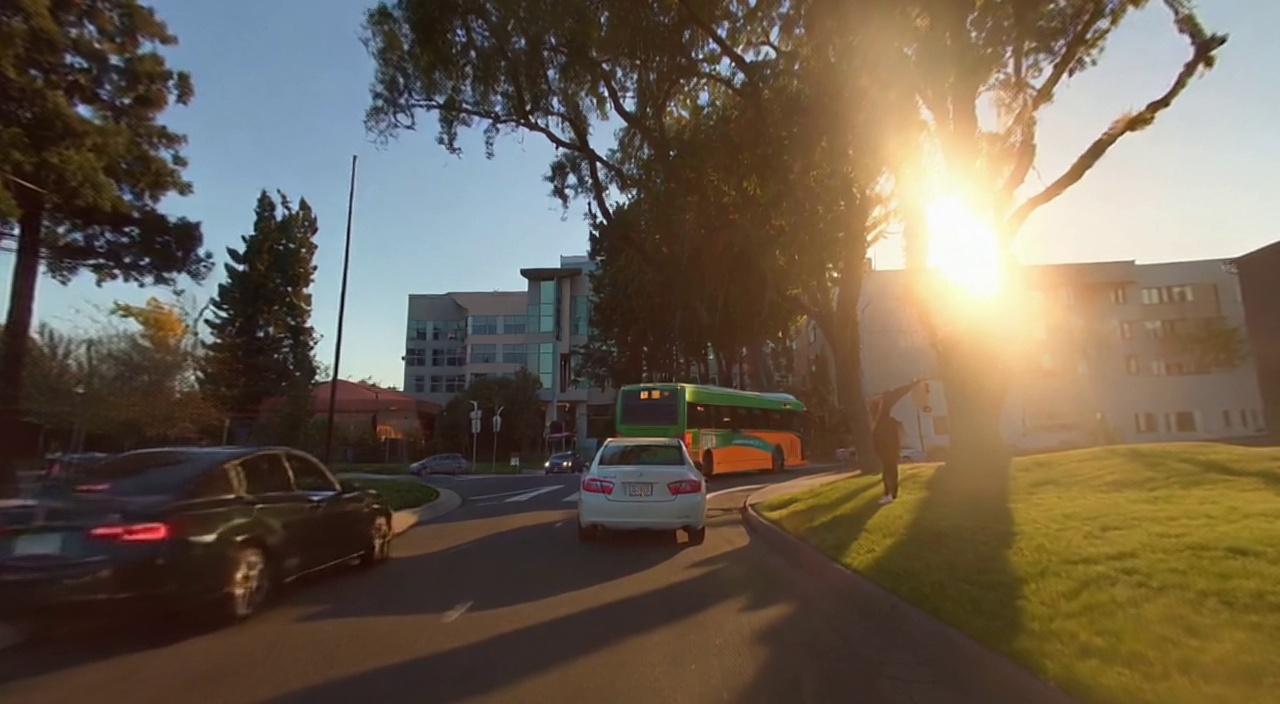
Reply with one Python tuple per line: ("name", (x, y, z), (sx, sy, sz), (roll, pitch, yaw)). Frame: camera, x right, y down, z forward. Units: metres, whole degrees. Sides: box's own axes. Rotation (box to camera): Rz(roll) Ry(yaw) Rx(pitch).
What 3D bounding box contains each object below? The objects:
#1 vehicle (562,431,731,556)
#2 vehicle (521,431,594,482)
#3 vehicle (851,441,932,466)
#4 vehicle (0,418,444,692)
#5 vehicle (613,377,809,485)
("vehicle", (0.098, 1.996, 9.563), (2.020, 1.478, 3.922), (0, -8, 1))
("vehicle", (-3.044, 3.982, 24.261), (2.017, 1.761, 4.572), (-1, -8, 2))
("vehicle", (15.675, 6.332, 39.366), (4.422, 1.457, 1.882), (-6, -10, 29))
("vehicle", (-3.601, 1.458, 5.808), (1.953, 1.480, 4.522), (-1, -8, 3))
("vehicle", (3.196, 3.117, 24.267), (2.948, 3.303, 9.977), (-6, -10, 35))
